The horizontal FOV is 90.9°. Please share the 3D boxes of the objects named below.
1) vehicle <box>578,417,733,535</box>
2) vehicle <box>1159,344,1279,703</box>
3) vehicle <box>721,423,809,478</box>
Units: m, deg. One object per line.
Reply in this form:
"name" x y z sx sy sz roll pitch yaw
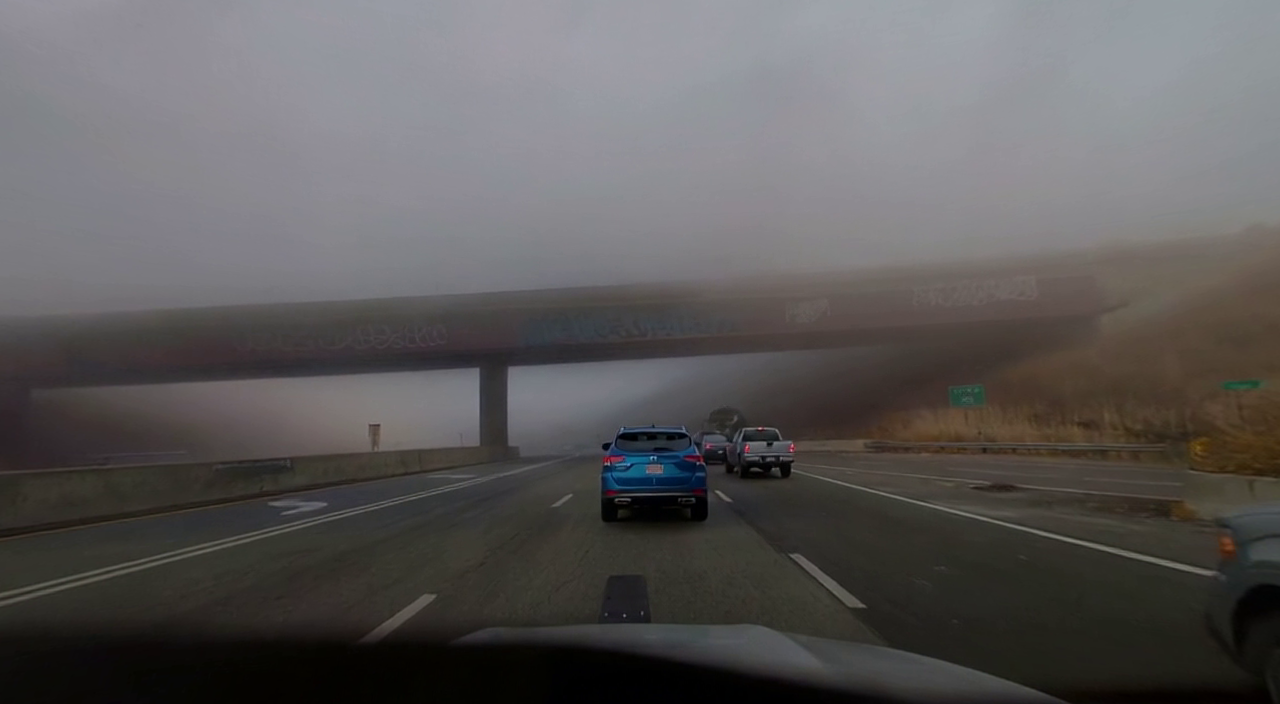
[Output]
"vehicle" 0.252 2.064 11.022 2.193 1.651 3.946 0 -8 1
"vehicle" 3.629 0.553 0.804 2.133 1.685 4.518 -1 -8 2
"vehicle" 4.752 3.879 25.021 2.311 1.922 5.977 0 -8 0
